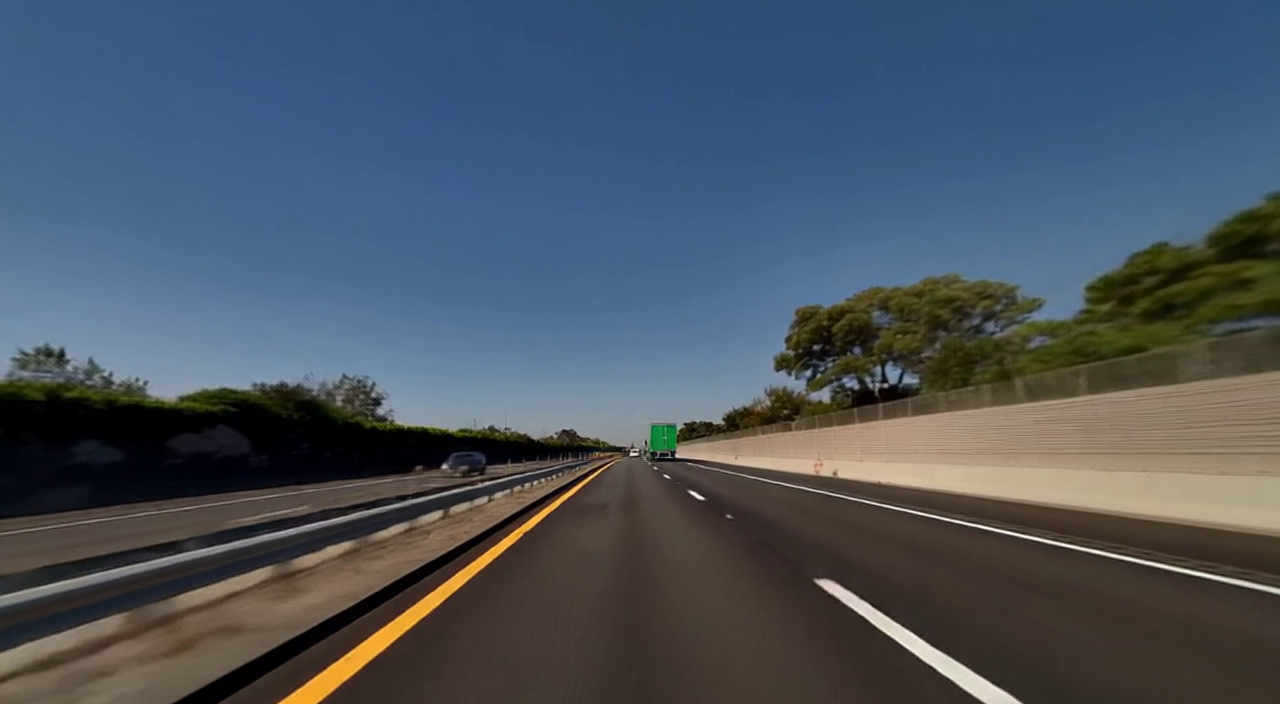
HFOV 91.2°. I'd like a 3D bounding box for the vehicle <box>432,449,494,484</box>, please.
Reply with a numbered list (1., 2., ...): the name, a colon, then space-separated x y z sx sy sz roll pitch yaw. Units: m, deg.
1. vehicle: -9.030 5.853 32.303 1.964 1.668 4.267 0 -9 -1
